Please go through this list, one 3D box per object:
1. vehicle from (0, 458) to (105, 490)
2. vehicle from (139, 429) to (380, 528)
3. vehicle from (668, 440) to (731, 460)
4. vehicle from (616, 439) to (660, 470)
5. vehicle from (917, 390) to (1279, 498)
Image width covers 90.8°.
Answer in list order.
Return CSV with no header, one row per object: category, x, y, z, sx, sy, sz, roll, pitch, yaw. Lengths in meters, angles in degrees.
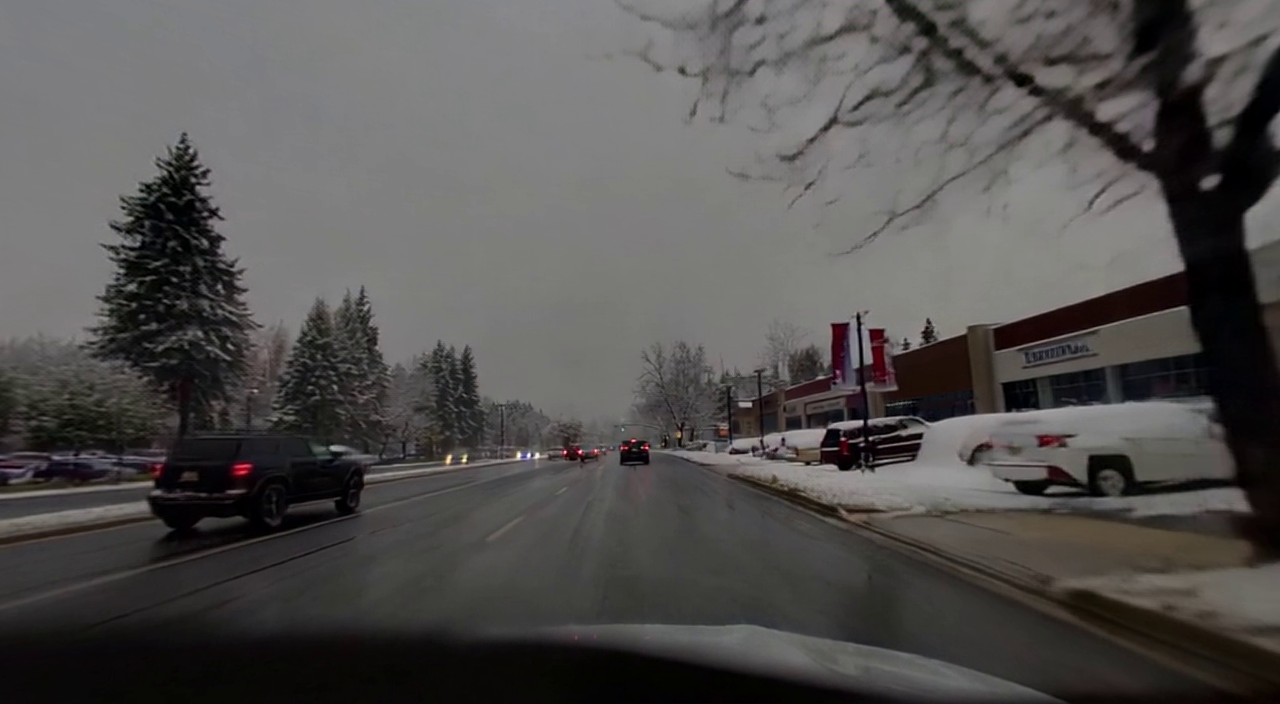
vehicle,-36.789,7.476,38.957,5.479,1.855,2.167,0,-9,0
vehicle,-7.358,2.480,12.984,2.038,1.649,4.665,0,-9,0
vehicle,4.651,7.679,49.467,4.619,1.523,1.873,4,-9,-24
vehicle,-0.142,5.096,31.552,2.061,1.469,3.954,0,-9,-2
vehicle,9.273,1.881,13.044,5.976,1.994,2.295,0,-8,0
